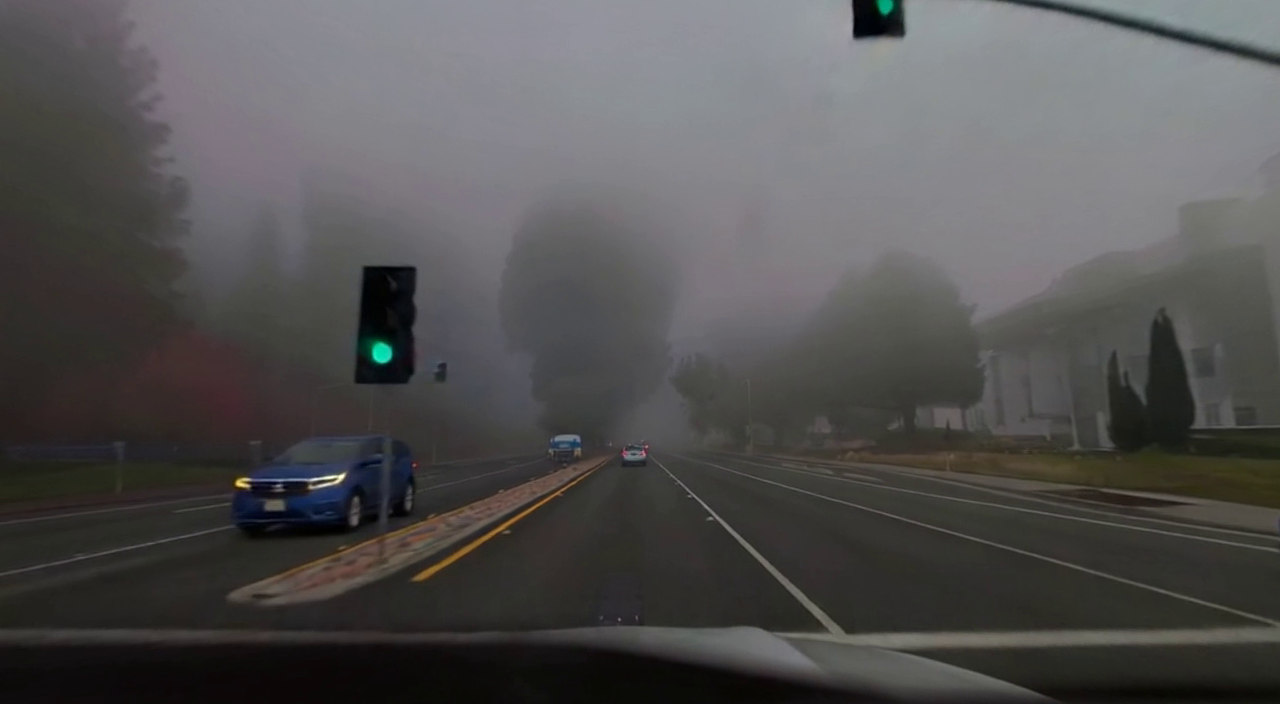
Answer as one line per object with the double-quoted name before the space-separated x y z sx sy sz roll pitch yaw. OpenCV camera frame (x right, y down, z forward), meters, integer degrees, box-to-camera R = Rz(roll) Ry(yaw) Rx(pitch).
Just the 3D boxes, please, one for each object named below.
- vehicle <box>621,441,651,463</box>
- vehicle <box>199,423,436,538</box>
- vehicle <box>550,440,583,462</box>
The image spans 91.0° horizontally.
"vehicle" -0.309 7.131 44.847 2.064 1.477 3.968 0 -9 -1
"vehicle" -5.323 2.159 11.185 2.016 1.631 4.148 0 -9 -1
"vehicle" -5.495 7.493 47.601 1.939 1.608 3.924 0 -9 1
